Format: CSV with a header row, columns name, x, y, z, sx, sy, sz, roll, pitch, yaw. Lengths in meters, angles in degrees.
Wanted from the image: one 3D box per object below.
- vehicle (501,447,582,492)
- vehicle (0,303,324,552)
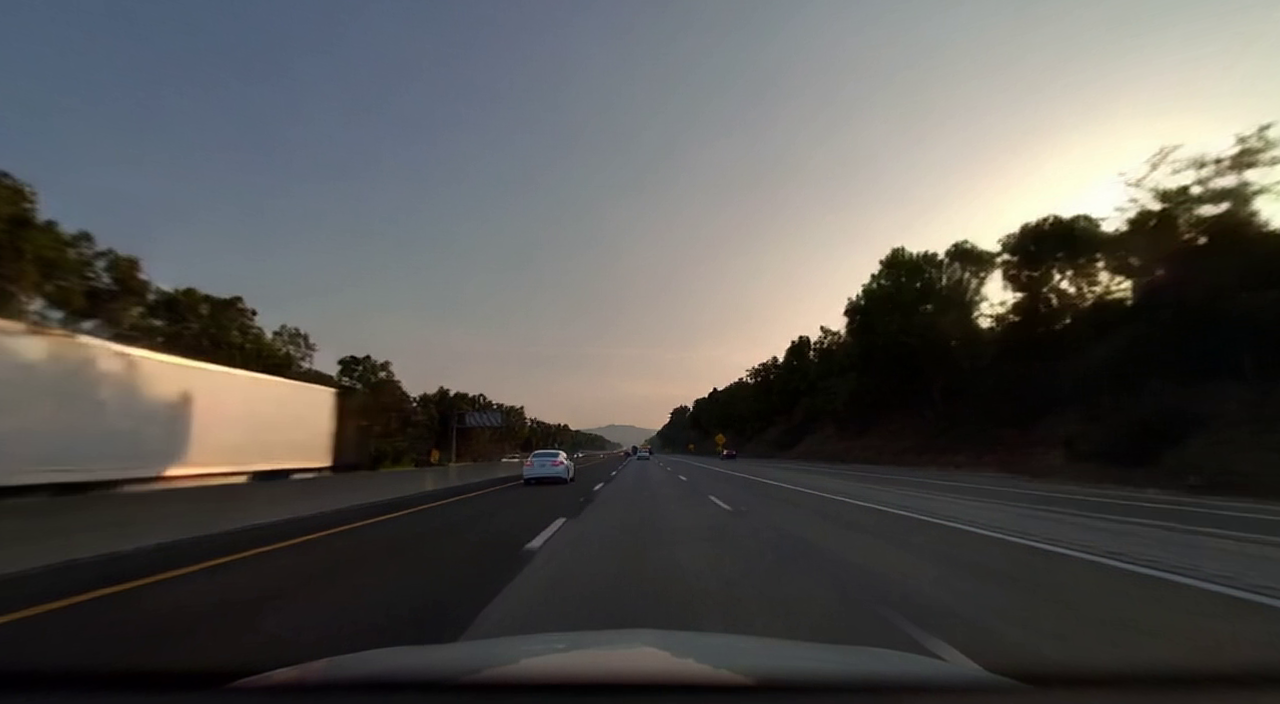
name,x,y,z,sx,sy,sz,roll,pitch,yaw
vehicle,-3.508,4.322,23.470,2.162,1.493,4.583,0,-9,1
vehicle,-10.736,1.451,11.368,3.090,3.520,13.662,0,-9,0
